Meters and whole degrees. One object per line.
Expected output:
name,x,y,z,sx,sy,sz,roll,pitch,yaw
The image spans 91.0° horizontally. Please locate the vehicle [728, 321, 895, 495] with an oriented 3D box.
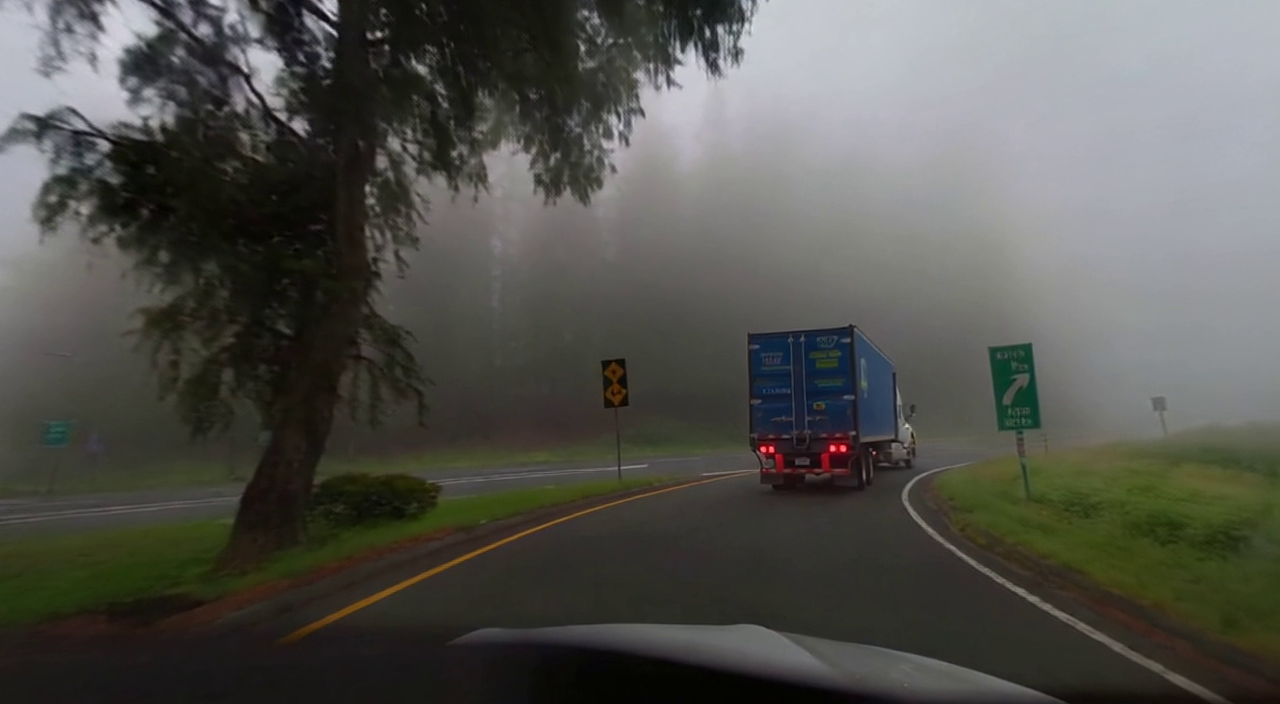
vehicle,5.357,1.786,18.045,2.937,3.647,9.344,-4,-9,24
